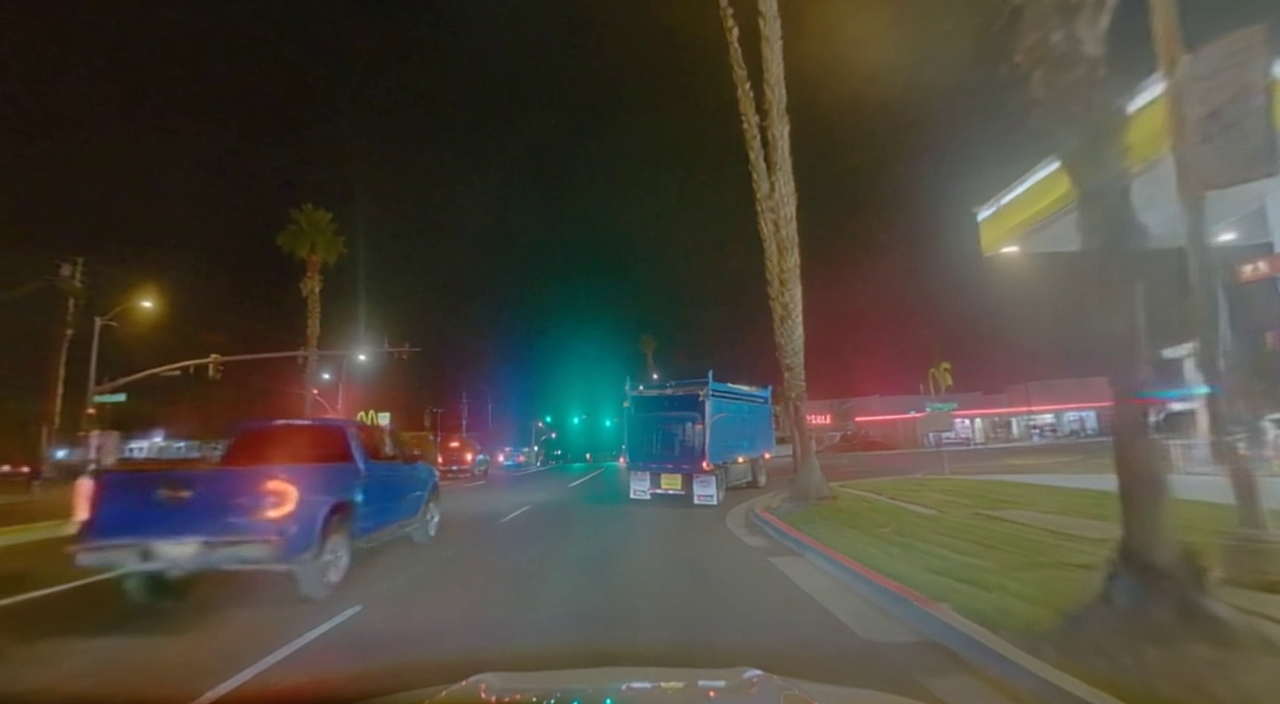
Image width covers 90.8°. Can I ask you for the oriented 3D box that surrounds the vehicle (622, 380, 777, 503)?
[{"bbox_3d":[1.986,2.634,18.571,2.463,2.954,5.938,-4,-9,27],"label":"vehicle"}]

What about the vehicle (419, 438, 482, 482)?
[{"bbox_3d":[-7.856,4.485,26.559,1.997,1.679,4.263,1,-9,-10],"label":"vehicle"}]

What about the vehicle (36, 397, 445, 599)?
[{"bbox_3d":[-4.190,1.607,7.876,2.102,1.744,4.630,0,-8,-1],"label":"vehicle"}]

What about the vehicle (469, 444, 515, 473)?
[{"bbox_3d":[-9.127,6.577,39.352,1.961,1.709,5.052,1,-8,-4],"label":"vehicle"}]
